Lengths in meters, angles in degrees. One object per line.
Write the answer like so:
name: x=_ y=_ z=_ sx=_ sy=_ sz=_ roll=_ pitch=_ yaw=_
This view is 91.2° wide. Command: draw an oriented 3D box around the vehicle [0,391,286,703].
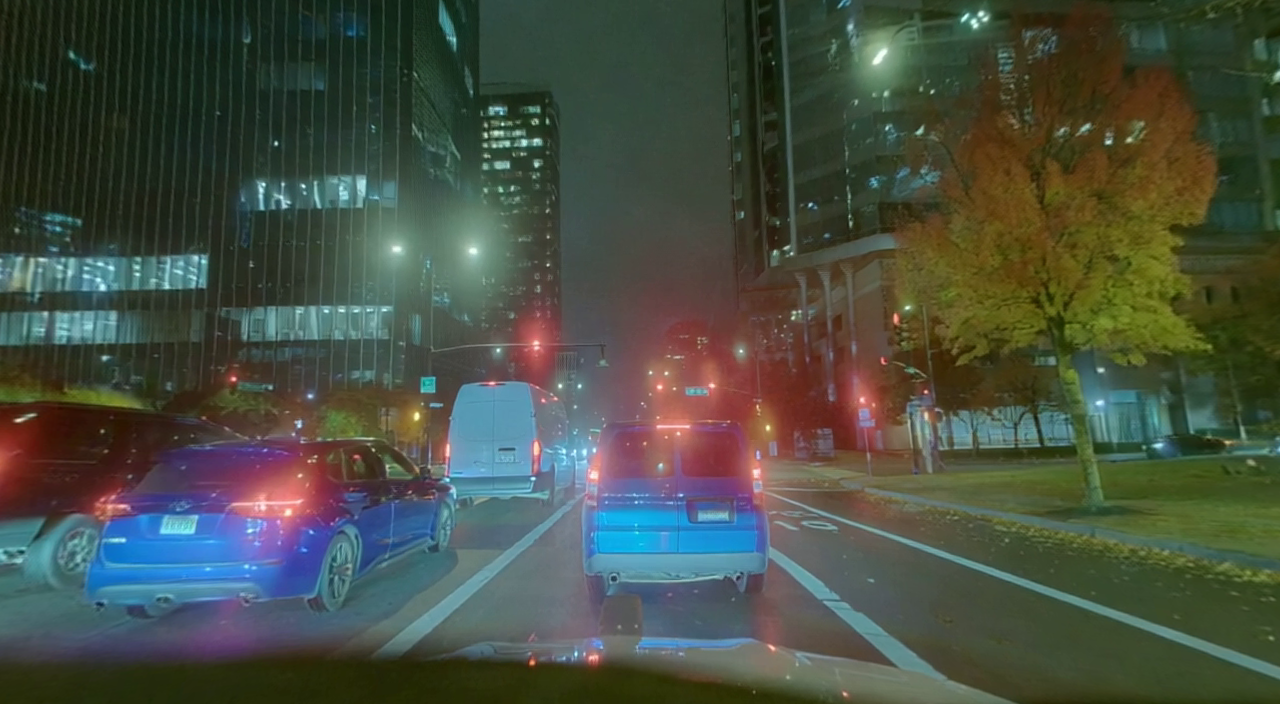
vehicle: x=-2.901 y=0.818 z=1.525 sx=1.893 sy=1.491 sz=3.798 roll=0 pitch=-9 yaw=-1

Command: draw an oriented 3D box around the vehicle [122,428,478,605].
vehicle: x=-3.484 y=1.754 z=7.583 sx=1.955 sy=1.499 sz=4.223 roll=0 pitch=-9 yaw=0

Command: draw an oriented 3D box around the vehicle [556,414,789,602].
vehicle: x=0.194 y=1.602 z=7.205 sx=1.979 sy=1.562 sz=3.630 roll=0 pitch=-9 yaw=-3

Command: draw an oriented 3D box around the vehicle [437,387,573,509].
vehicle: x=-3.245 y=2.537 z=16.574 sx=2.343 sy=2.635 sz=5.684 roll=0 pitch=-9 yaw=0
